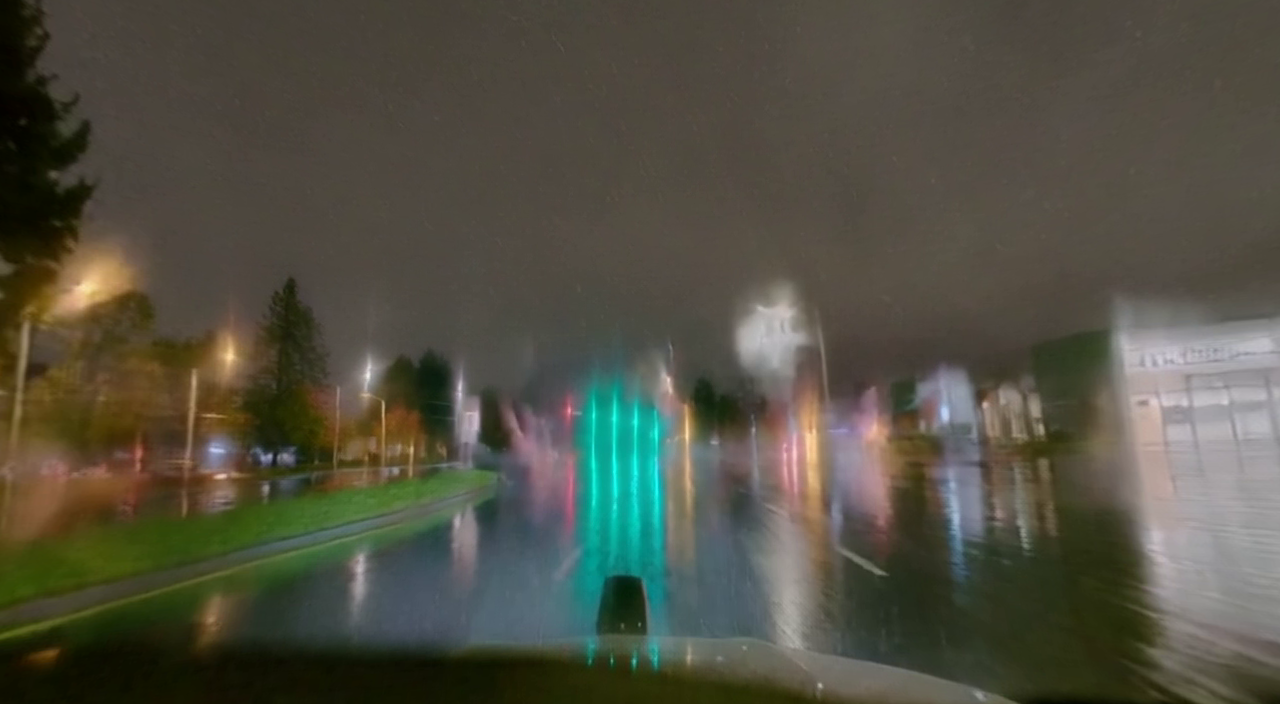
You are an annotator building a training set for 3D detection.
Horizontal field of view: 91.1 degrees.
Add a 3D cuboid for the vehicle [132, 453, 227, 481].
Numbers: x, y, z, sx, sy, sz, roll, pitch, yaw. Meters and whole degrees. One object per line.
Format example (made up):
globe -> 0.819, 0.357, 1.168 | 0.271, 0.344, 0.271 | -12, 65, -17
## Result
vehicle -> -34.942, 8.714, 47.915 | 2.510, 1.873, 5.815 | -1, -9, 6
